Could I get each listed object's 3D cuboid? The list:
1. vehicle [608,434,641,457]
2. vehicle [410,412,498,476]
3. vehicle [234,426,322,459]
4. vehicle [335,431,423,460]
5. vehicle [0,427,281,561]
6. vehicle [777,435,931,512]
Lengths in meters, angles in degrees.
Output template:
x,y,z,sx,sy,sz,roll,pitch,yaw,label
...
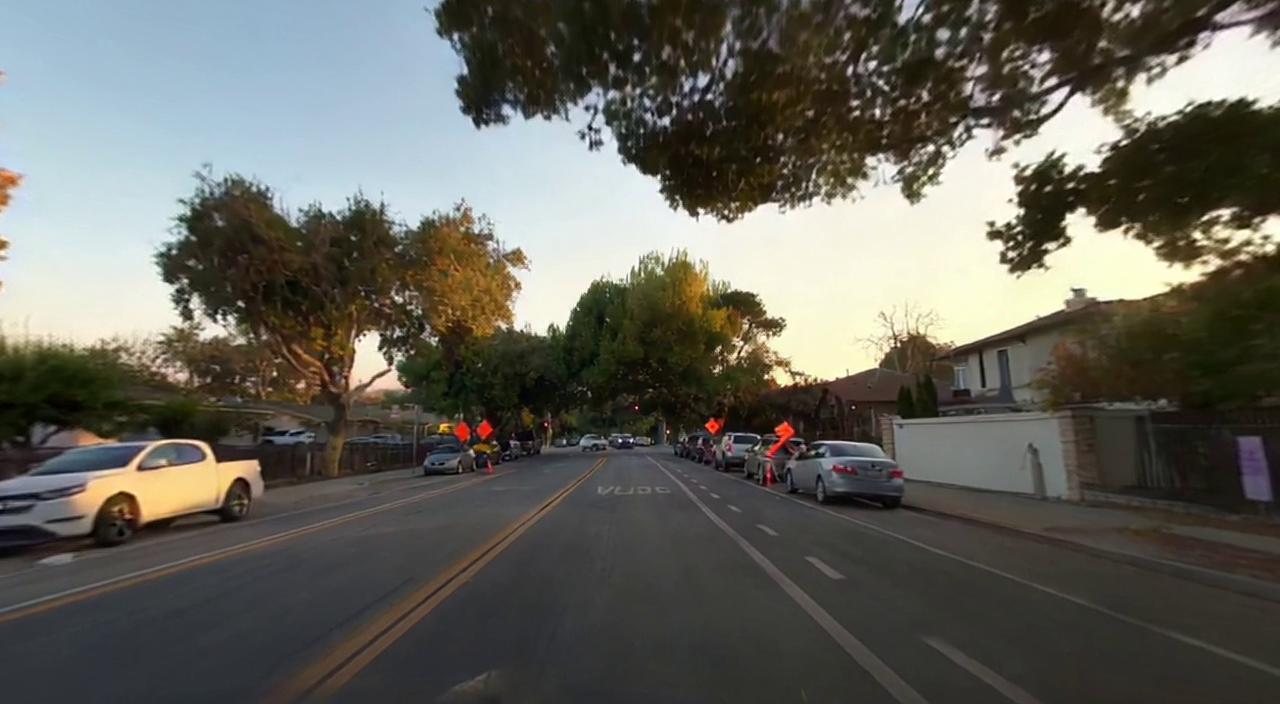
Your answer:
x,y,z,sx,sy,sz,roll,pitch,yaw,label
-1.030,6.356,42.869,2.151,1.481,4.084,0,-8,0,vehicle
-8.165,4.093,28.135,2.526,2.631,4.228,0,-8,1,vehicle
-23.749,5.937,41.360,4.491,2.031,2.045,-1,-8,0,vehicle
-16.902,6.105,40.958,4.779,1.823,1.964,0,-8,0,vehicle
-8.203,2.138,10.325,1.950,1.672,4.664,0,-8,-2,vehicle
4.648,2.695,14.514,1.912,1.463,4.477,0,-8,-1,vehicle
